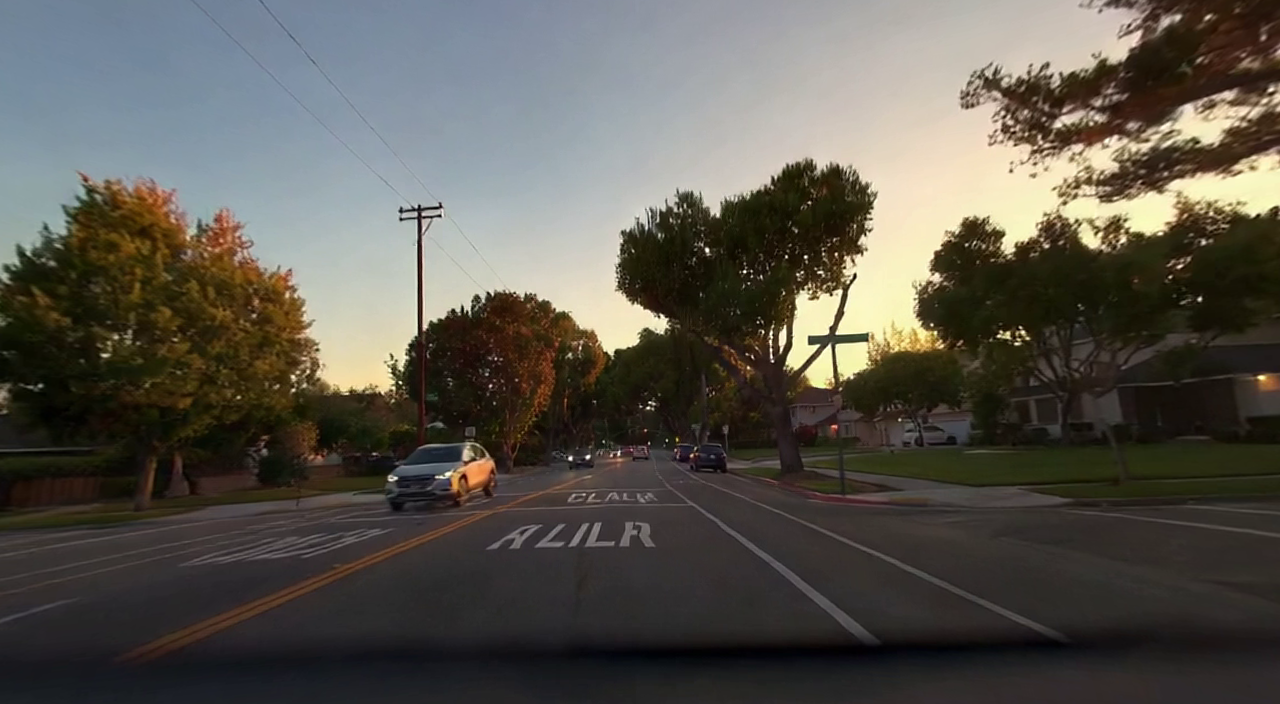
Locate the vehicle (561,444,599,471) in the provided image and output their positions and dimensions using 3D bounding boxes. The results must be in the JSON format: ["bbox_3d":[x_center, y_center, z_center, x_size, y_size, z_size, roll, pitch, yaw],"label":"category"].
[{"bbox_3d":[-4.312,7.678,46.262,2.091,1.793,5.296,0,-9,2],"label":"vehicle"}]

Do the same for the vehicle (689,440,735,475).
[{"bbox_3d":[3.843,5.739,34.630,2.087,1.725,4.986,0,-9,2],"label":"vehicle"}]

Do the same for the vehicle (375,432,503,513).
[{"bbox_3d":[-5.615,3.406,18.372,2.037,1.948,4.621,-4,-9,3],"label":"vehicle"}]
